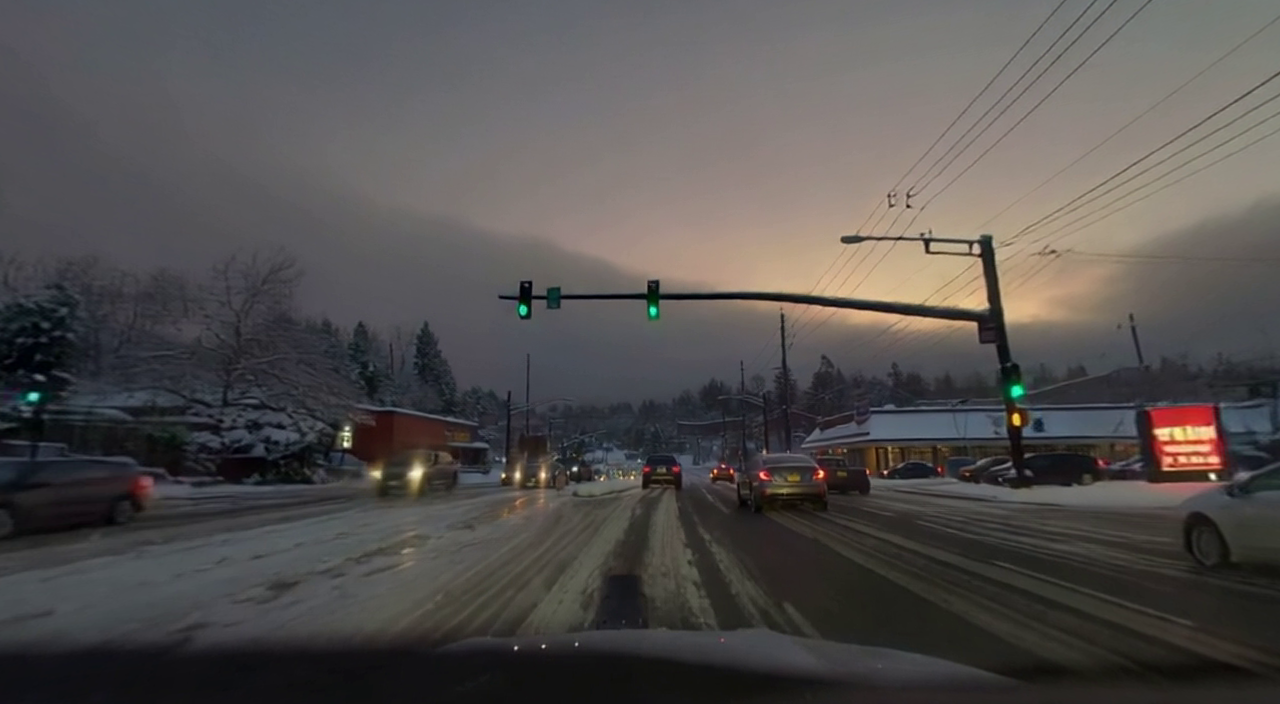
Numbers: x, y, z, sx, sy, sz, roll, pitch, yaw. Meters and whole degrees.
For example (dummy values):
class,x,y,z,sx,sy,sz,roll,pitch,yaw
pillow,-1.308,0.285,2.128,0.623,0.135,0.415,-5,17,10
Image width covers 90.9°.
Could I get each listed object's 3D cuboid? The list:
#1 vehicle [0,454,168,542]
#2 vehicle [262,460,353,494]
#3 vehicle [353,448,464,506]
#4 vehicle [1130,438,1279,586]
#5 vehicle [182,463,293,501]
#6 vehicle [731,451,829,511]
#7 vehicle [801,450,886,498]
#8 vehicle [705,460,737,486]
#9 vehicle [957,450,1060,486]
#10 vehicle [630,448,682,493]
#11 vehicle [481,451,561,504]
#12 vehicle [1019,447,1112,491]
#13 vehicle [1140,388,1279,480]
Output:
class,x,y,z,sx,sy,sz,roll,pitch,yaw
vehicle,-11.938,2.753,12.289,1.871,1.453,4.575,0,-8,1
vehicle,-18.142,6.825,34.738,2.173,1.695,4.938,0,-9,2
vehicle,-8.083,4.355,22.572,2.065,1.805,4.668,0,-8,2
vehicle,7.361,1.541,5.887,1.911,1.466,4.572,0,-8,0
vehicle,-18.520,5.984,29.334,2.125,1.484,4.832,-1,-9,-3
vehicle,3.972,3.710,18.738,1.963,1.484,4.609,0,-8,1
vehicle,8.175,4.887,25.768,2.040,1.738,4.414,0,-8,1
vehicle,5.979,8.948,46.986,2.036,1.719,4.318,0,-8,2
vehicle,16.663,5.177,28.412,4.964,1.453,2.184,7,-11,-37
vehicle,0.771,5.396,29.155,2.210,1.861,4.280,-1,-8,3
vehicle,-4.399,4.678,24.044,2.041,1.494,4.647,-3,-6,1
vehicle,16.497,4.439,24.349,4.373,1.399,2.052,7,-10,-44
vehicle,18.113,2.629,20.141,2.521,2.491,5.455,-7,-9,32
